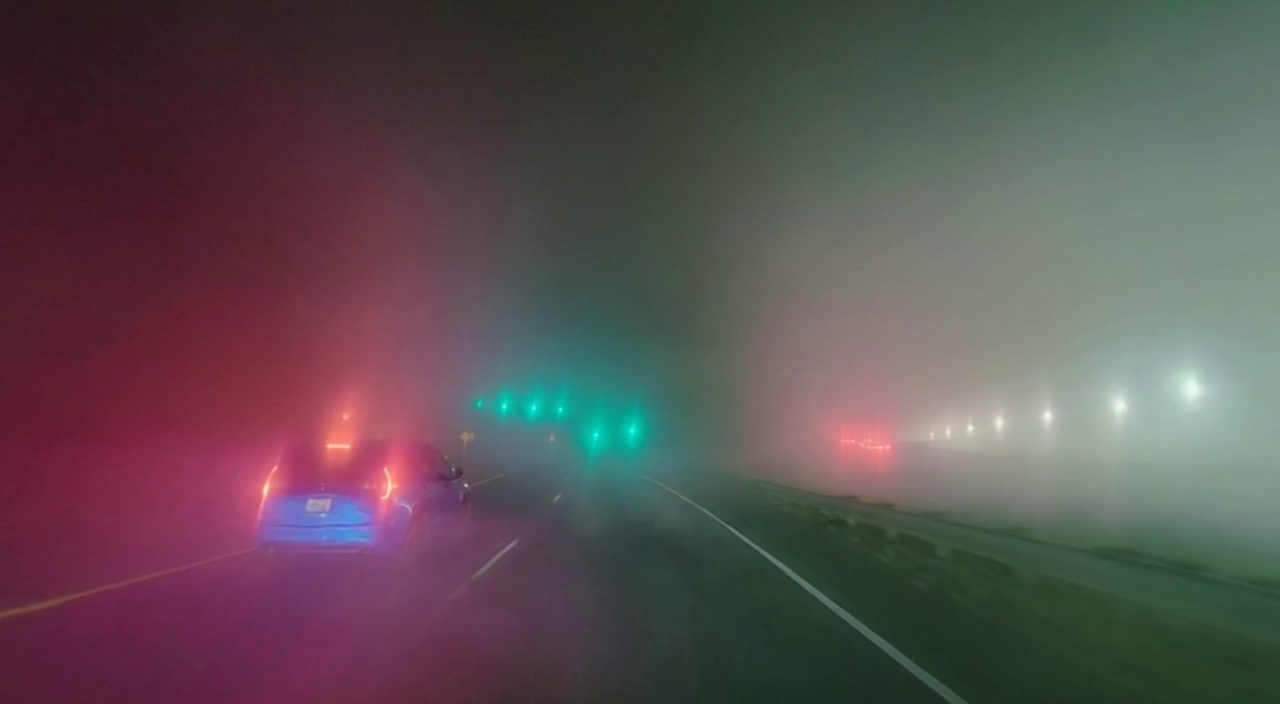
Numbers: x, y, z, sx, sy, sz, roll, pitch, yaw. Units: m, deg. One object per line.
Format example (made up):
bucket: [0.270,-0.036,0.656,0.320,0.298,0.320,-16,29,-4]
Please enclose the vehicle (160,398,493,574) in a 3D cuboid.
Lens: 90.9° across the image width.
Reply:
vehicle: [-3.921,1.790,9.258,2.336,1.857,4.986,0,-8,0]
